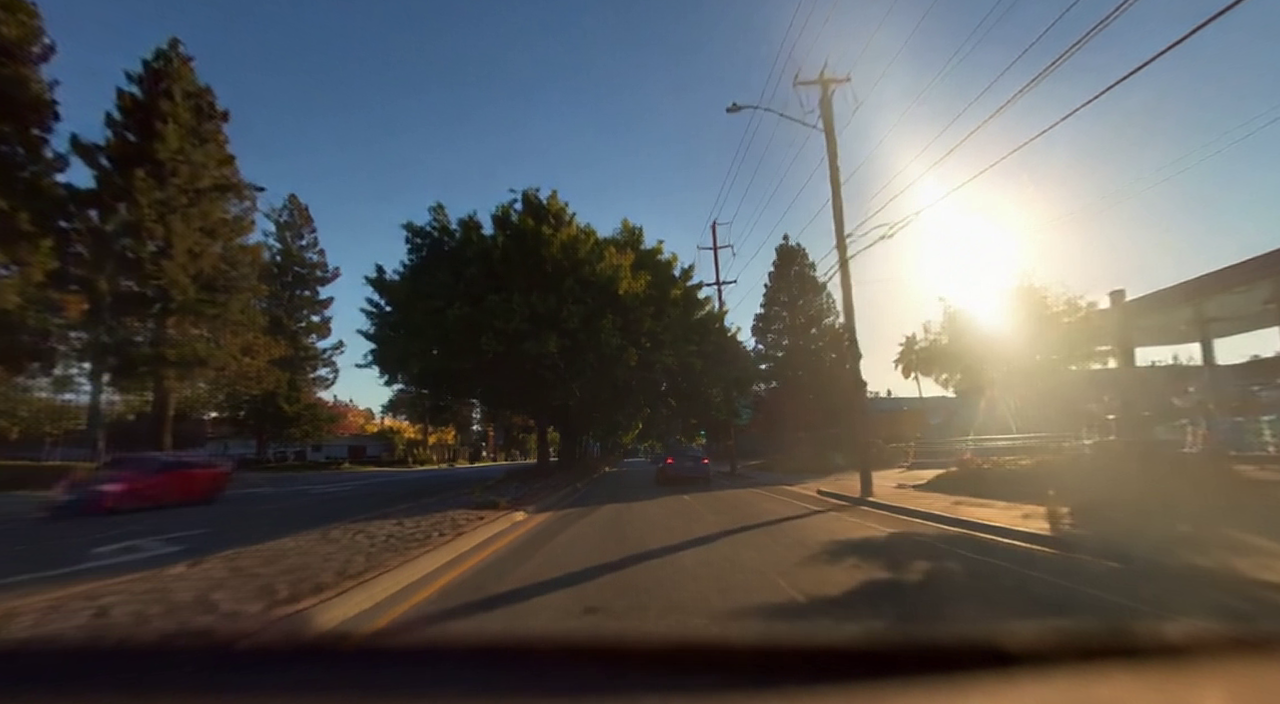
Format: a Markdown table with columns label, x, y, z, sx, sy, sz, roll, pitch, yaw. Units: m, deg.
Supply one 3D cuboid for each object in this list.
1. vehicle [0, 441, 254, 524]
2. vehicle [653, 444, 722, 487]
| label | x | y | z | sx | sy | sz | roll | pitch | yaw |
| --- | --- | --- | --- | --- | --- | --- | --- | --- | --- |
| vehicle | -10.758 | 2.704 | 13.742 | 1.893 | 1.480 | 4.482 | 0 | -9 | 0 |
| vehicle | 1.686 | 4.221 | 23.879 | 2.061 | 1.475 | 4.296 | 0 | -9 | -3 |
